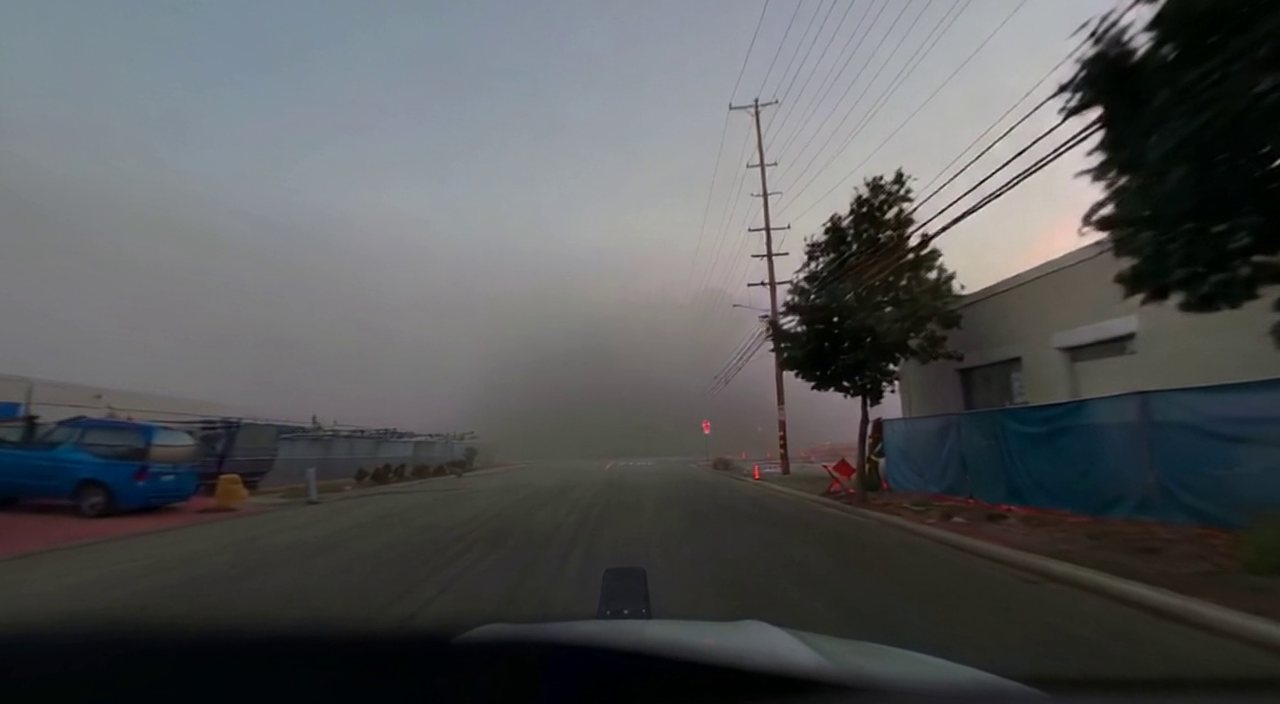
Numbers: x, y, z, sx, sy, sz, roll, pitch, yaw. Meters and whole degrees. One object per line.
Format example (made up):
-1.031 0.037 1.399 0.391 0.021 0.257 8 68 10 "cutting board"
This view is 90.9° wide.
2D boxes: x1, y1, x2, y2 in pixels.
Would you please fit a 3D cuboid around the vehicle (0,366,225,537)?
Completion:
-13.107 1.999 12.861 6.887 3.069 3.065 0 -9 -4 "vehicle"
